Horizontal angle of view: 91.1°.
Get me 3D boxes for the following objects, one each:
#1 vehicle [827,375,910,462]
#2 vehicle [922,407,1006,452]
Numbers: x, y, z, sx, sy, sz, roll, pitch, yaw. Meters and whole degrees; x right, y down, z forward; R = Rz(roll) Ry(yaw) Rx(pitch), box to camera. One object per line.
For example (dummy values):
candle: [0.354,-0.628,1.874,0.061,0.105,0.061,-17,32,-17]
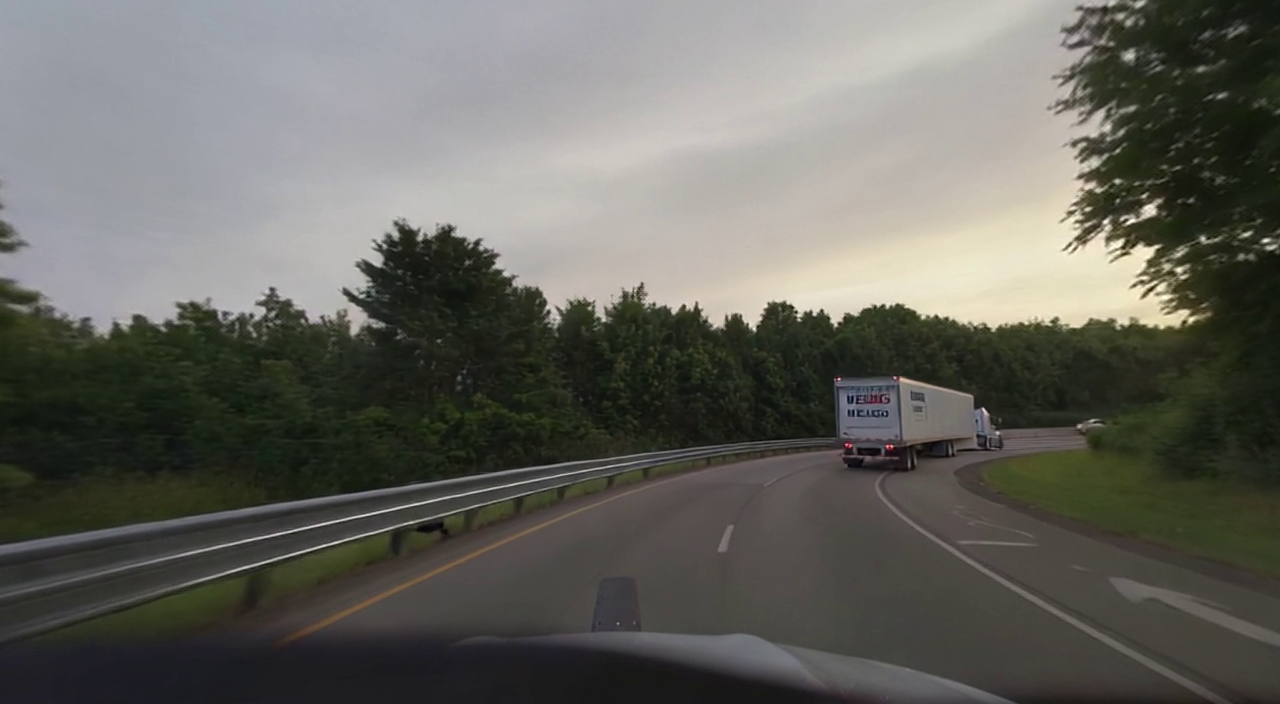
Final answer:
vehicle: [10.817,3.178,29.650,2.963,3.771,3.137,-4,-9,30]
vehicle: [19.890,4.758,38.397,6.650,2.524,2.120,7,-10,-41]
